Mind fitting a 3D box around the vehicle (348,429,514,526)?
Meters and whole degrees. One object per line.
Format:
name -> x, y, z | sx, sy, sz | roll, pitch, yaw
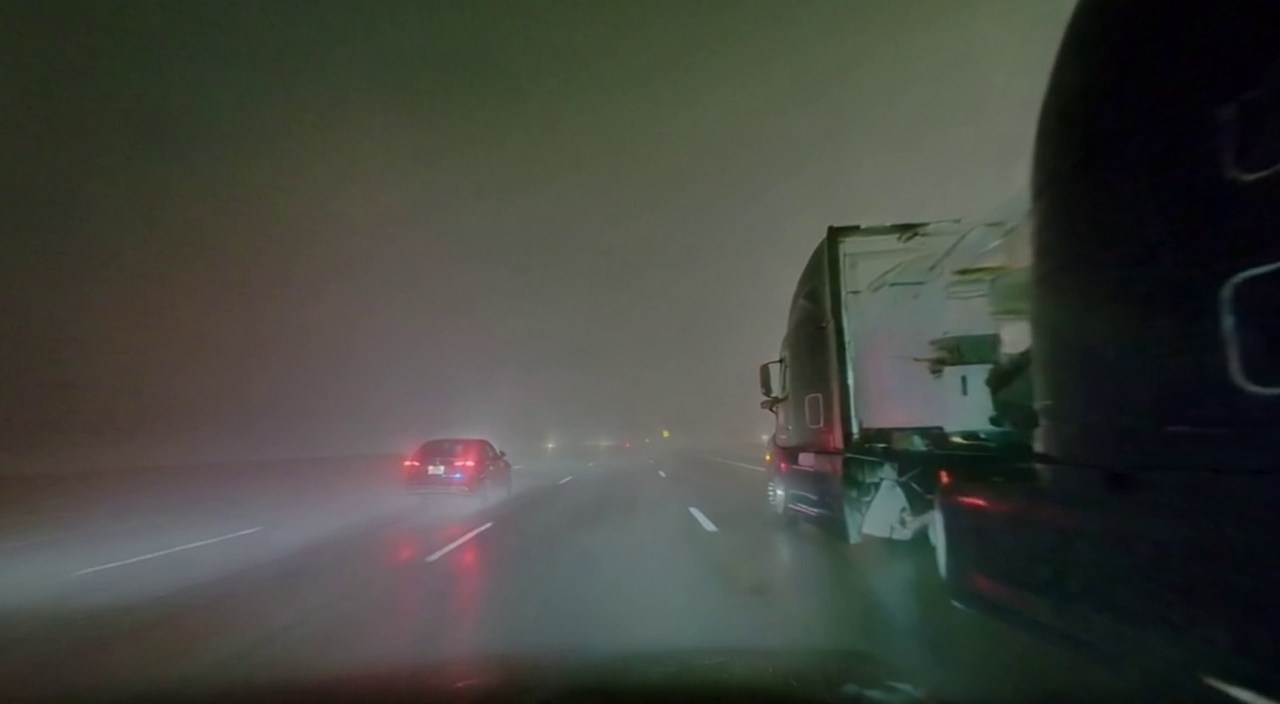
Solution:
vehicle -> -4.107, 2.520, 13.274 | 2.063, 1.661, 4.439 | 1, -8, -2
